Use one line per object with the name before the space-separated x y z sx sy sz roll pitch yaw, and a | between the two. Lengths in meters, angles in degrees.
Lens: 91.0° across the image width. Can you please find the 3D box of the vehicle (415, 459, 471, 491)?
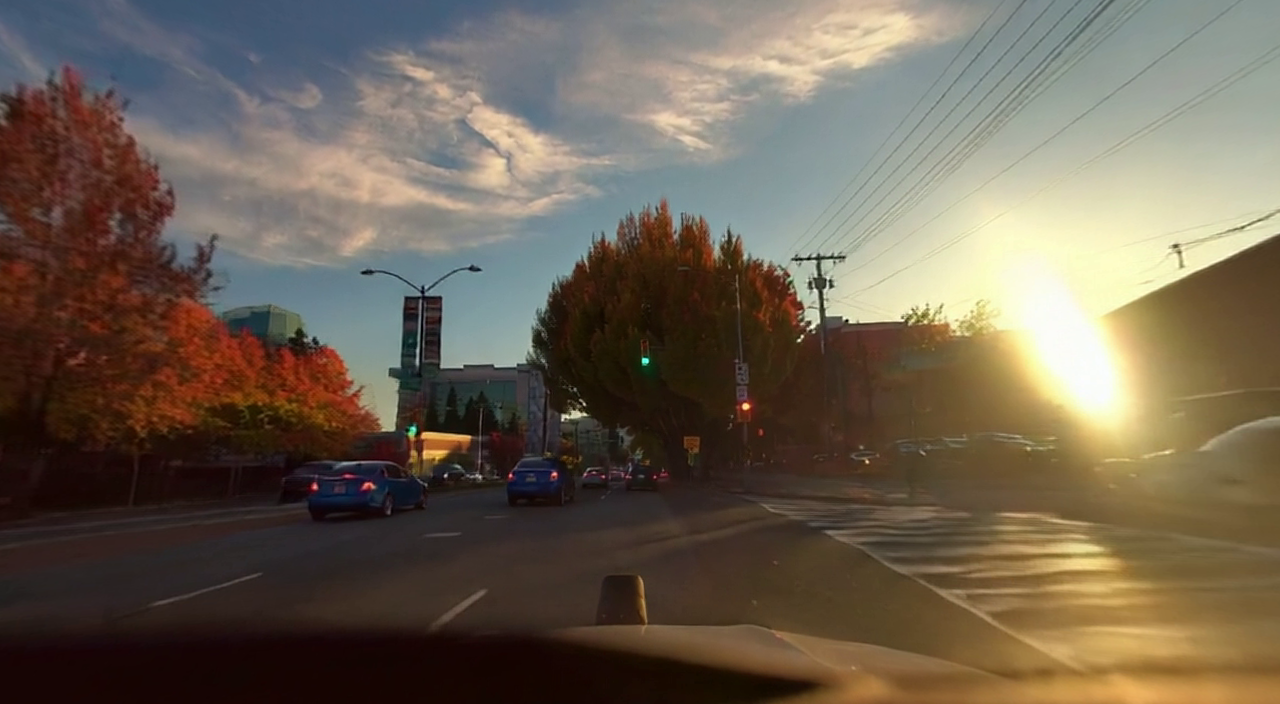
vehicle | -15.270 9.561 49.305 2.409 2.154 6.127 1 -9 0

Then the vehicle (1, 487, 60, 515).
vehicle | -46.285 11.323 47.913 1.981 1.736 4.293 6 -10 -27

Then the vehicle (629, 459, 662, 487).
vehicle | 0.354 8.211 42.920 2.144 1.704 4.028 1 -9 -1

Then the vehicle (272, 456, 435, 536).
vehicle | -6.758 3.388 15.454 1.932 1.596 4.247 1 -9 1

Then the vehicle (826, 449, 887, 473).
vehicle | 14.899 7.569 43.593 1.826 1.474 4.254 1 -10 -14

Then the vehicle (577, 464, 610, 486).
vehicle | -3.533 9.533 48.839 2.068 1.482 4.490 0 -9 2

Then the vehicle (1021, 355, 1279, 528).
vehicle | 9.960 1.428 9.846 6.464 2.280 2.483 1 -9 -4

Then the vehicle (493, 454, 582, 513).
vehicle | -3.205 4.209 20.698 2.085 1.663 4.513 1 -9 1

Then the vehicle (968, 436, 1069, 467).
vehicle | 20.108 5.307 33.617 1.835 1.501 4.158 7 -11 -33
